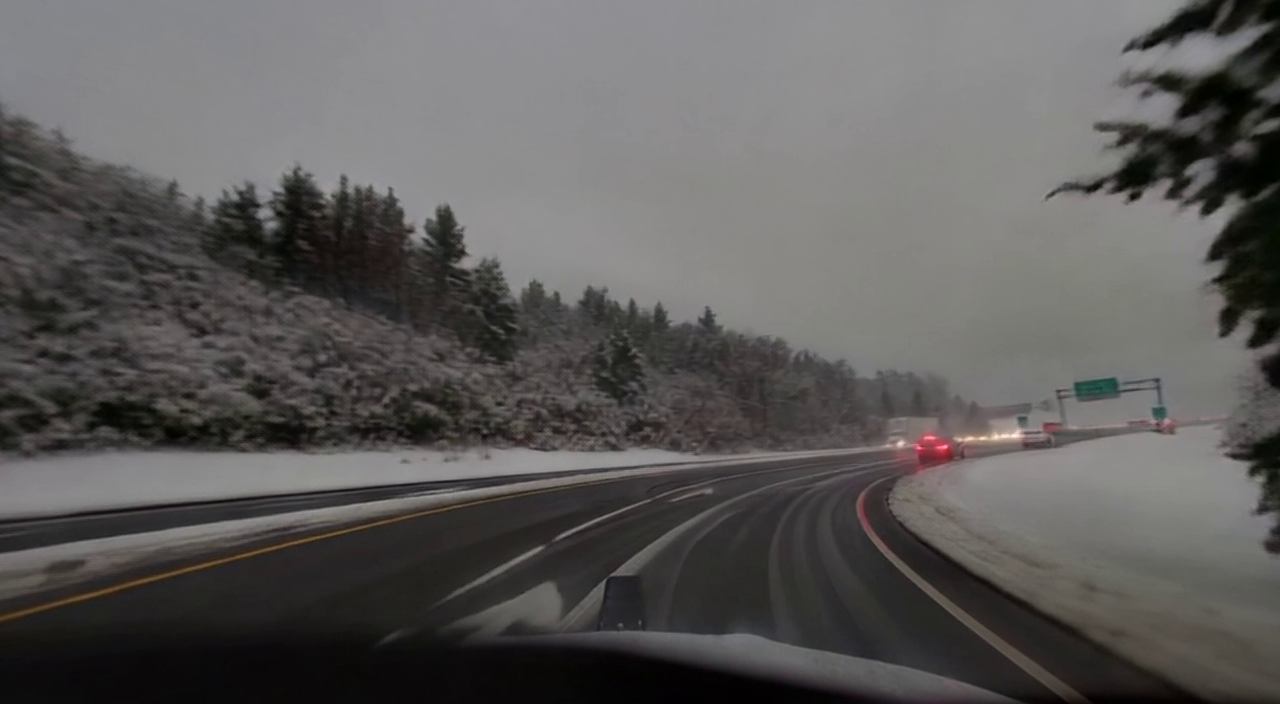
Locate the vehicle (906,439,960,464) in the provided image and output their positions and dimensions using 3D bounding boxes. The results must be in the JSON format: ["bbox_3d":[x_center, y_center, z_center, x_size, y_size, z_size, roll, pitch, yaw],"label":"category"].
[{"bbox_3d":[17.544,5.935,37.641,1.807,1.427,3.645,-8,-12,41],"label":"vehicle"}]
